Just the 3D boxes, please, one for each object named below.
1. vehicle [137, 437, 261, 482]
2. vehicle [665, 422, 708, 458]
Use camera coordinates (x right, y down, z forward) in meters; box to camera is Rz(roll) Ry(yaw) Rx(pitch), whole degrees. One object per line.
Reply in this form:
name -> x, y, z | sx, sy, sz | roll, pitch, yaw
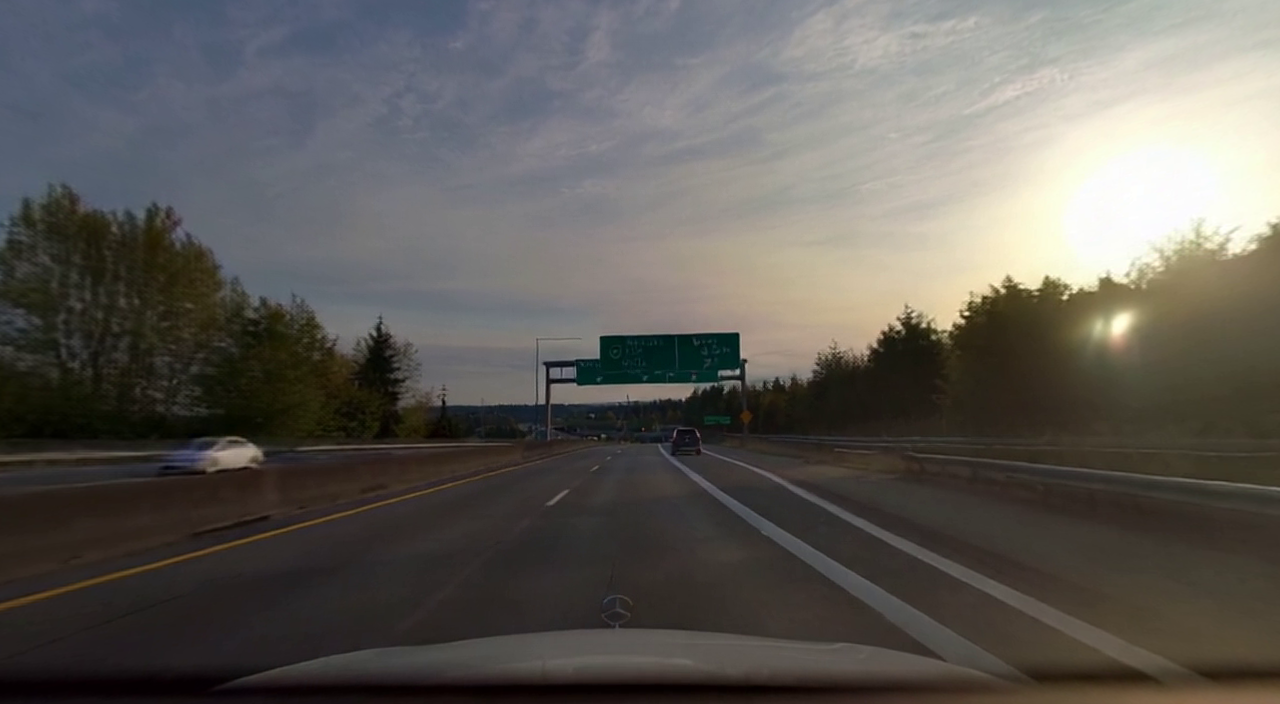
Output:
vehicle -> -15.418, 3.743, 22.296 | 1.727, 1.439, 3.695 | 0, -8, -1
vehicle -> 3.100, 5.991, 42.931 | 2.450, 2.314, 4.753 | 0, -8, -1
